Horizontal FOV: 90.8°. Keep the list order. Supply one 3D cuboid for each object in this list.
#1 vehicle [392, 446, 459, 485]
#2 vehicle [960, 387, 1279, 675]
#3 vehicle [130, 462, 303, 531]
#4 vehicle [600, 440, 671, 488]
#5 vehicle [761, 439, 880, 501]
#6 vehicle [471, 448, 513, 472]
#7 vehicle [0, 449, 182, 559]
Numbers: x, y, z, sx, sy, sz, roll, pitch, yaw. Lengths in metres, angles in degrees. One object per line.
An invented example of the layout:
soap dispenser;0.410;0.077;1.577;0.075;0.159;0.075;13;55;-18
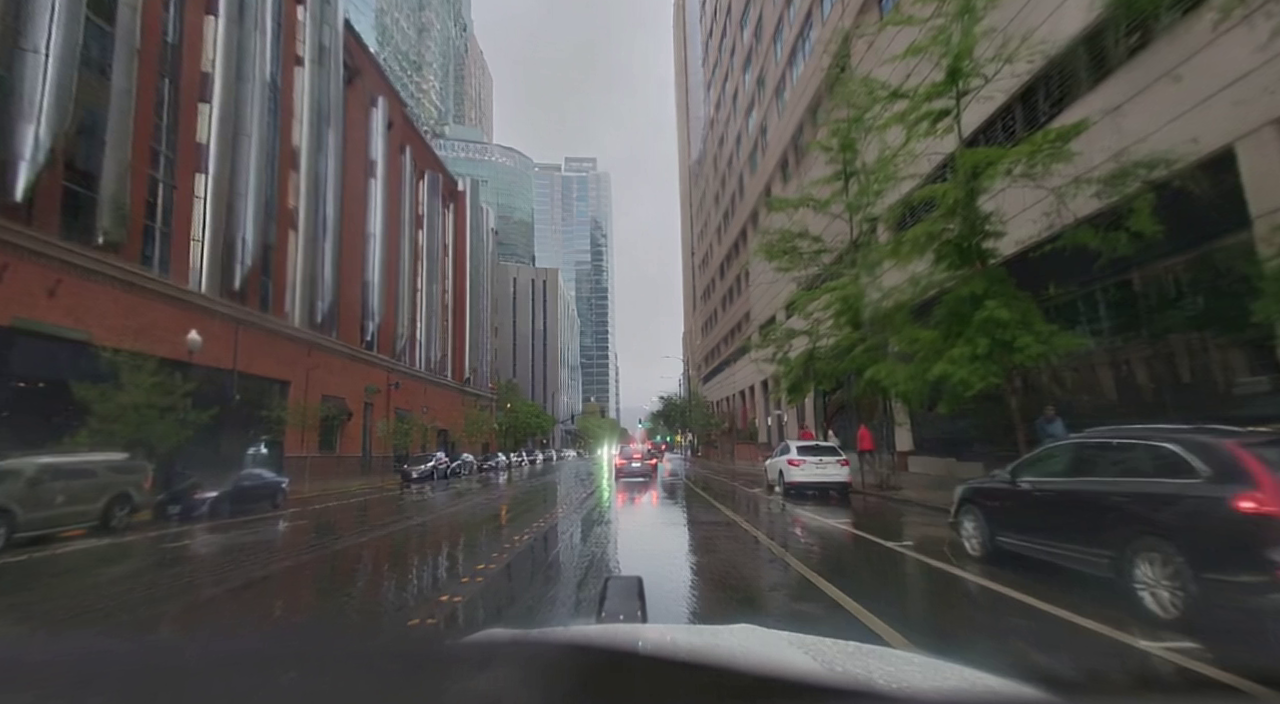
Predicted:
vehicle;-11.777;6.220;35.047;2.114;1.938;4.590;-1;-8;0
vehicle;4.956;1.336;5.522;2.071;1.730;4.298;0;-8;1
vehicle;-11.527;3.917;17.682;1.917;1.408;4.454;-4;-8;-2
vehicle;-0.135;3.850;22.063;2.269;1.479;3.980;0;-8;0
vehicle;5.030;3.337;18.329;2.075;1.584;4.201;0;-8;-2
vehicle;-11.575;8.464;49.675;2.077;1.732;4.704;0;-8;1
vehicle;-11.818;2.924;12.299;2.223;1.807;5.061;-6;-8;-3
